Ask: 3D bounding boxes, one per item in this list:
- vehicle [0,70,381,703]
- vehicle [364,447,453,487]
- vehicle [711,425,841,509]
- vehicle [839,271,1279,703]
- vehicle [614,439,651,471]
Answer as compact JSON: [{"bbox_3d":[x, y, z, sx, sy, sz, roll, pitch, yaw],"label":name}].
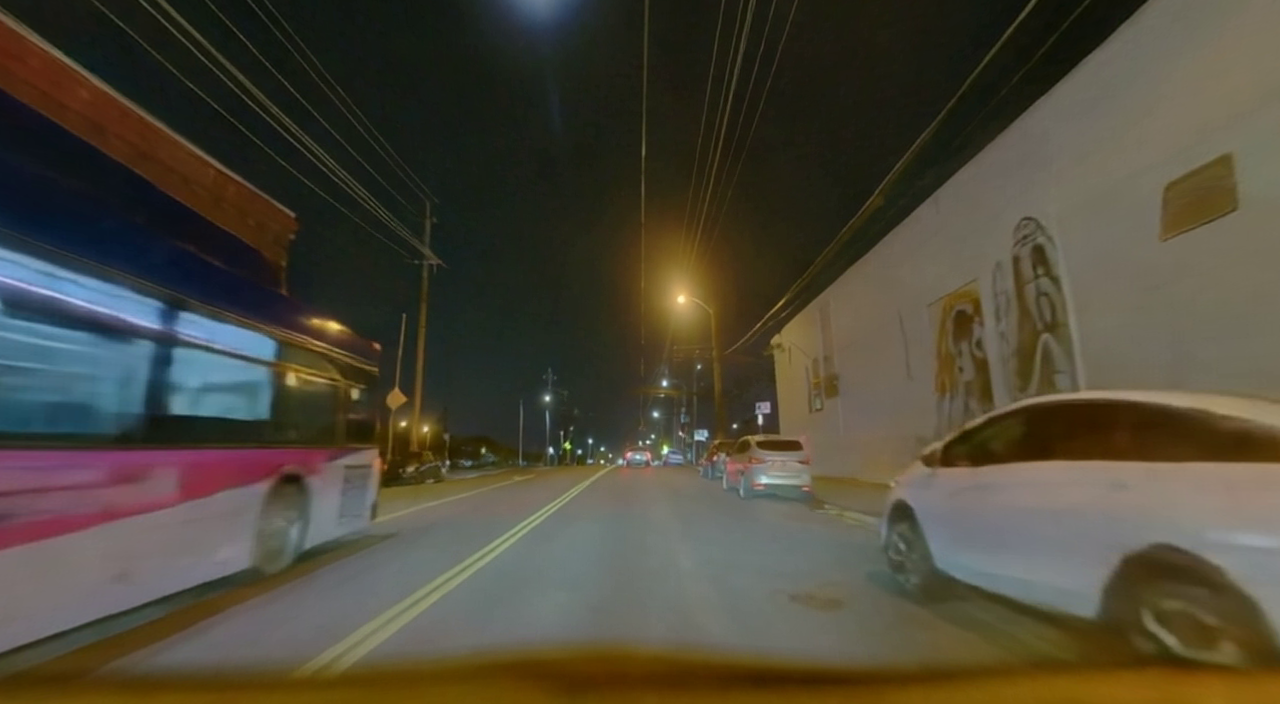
[{"bbox_3d":[-4.989,0.258,3.317,3.297,3.342,12.875,1,-9,-7],"label":"vehicle"},{"bbox_3d":[-10.035,5.046,27.862,2.079,1.550,4.865,-1,-10,0],"label":"vehicle"},{"bbox_3d":[3.169,2.820,15.881,2.102,1.765,4.674,0,-9,-1],"label":"vehicle"},{"bbox_3d":[3.065,0.918,3.450,2.230,1.855,4.922,0,-9,-1],"label":"vehicle"},{"bbox_3d":[-0.457,6.313,38.797,2.190,1.783,4.048,0,-9,0],"label":"vehicle"}]
